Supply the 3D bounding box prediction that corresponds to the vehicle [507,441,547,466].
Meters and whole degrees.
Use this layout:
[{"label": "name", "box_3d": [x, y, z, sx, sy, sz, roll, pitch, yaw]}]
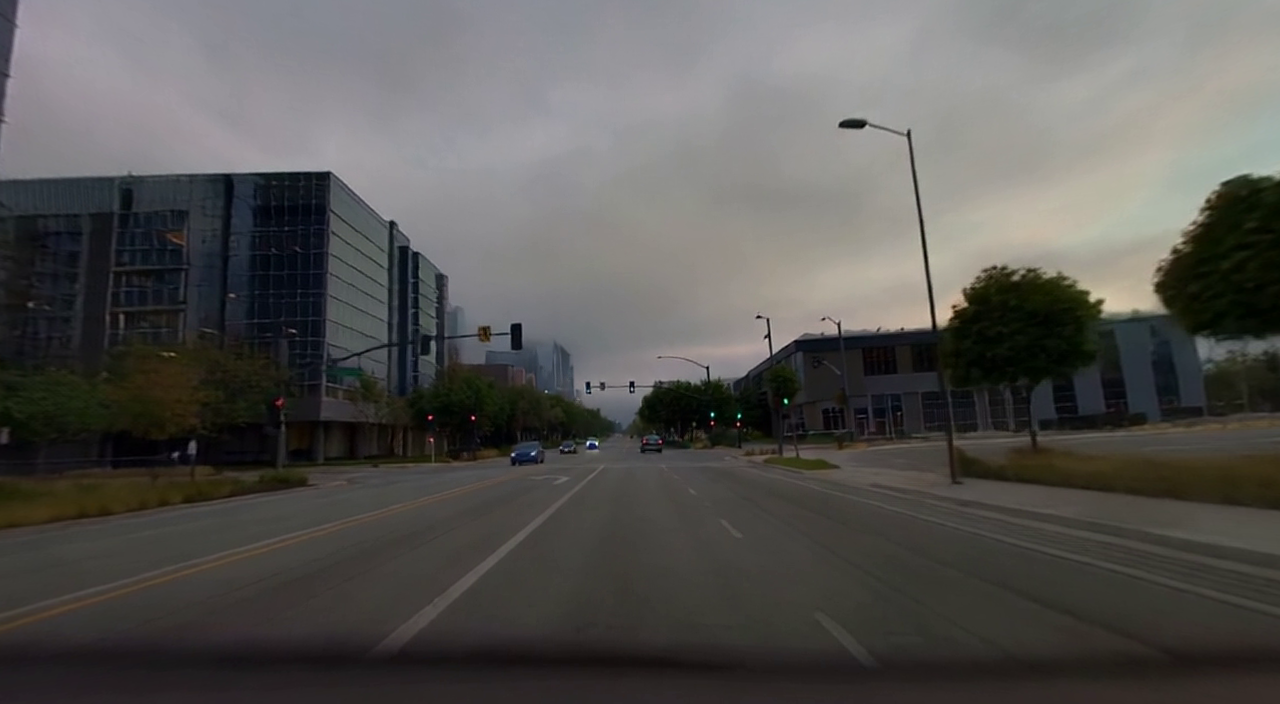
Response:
[{"label": "vehicle", "box_3d": [-8.197, 7.415, 46.278, 2.165, 1.685, 4.274, 0, -9, -1]}]
